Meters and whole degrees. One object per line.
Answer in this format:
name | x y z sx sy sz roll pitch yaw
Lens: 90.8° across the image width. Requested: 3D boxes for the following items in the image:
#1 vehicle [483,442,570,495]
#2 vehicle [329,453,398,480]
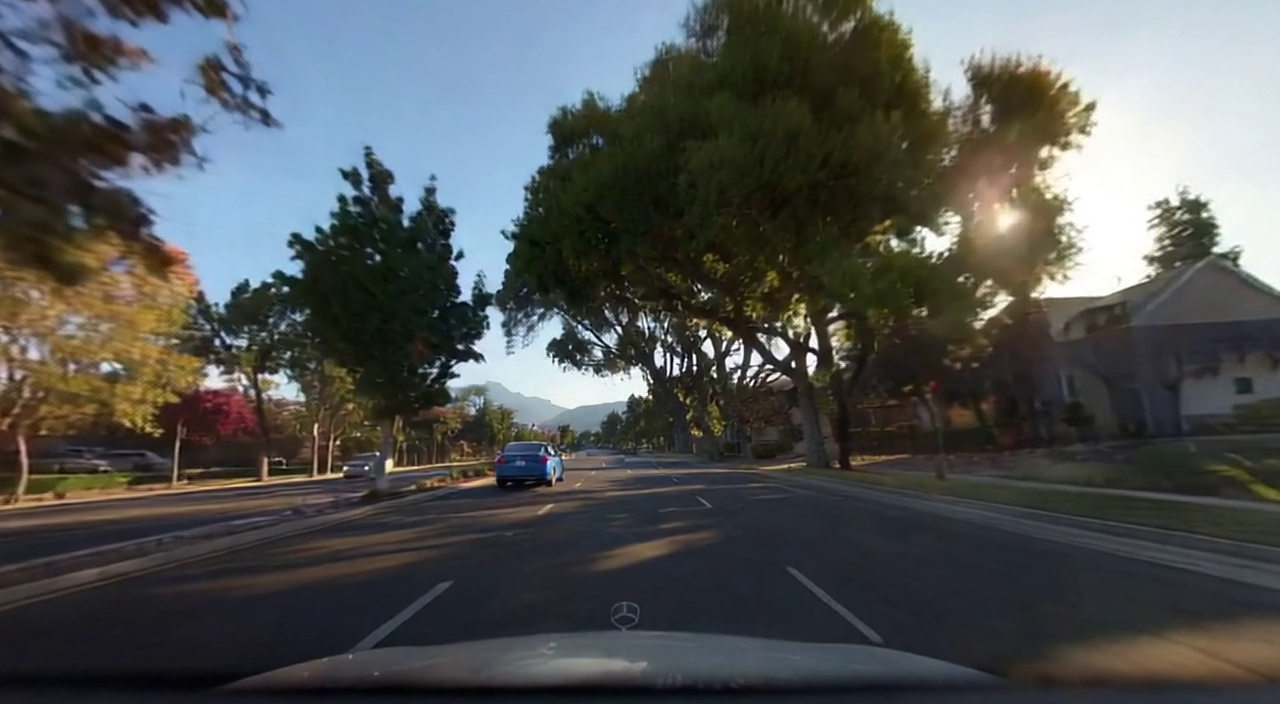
vehicle | -3.452 3.626 20.047 2.005 1.477 4.169 0 -8 0
vehicle | -16.567 6.876 38.179 2.029 1.453 4.708 0 -8 0
